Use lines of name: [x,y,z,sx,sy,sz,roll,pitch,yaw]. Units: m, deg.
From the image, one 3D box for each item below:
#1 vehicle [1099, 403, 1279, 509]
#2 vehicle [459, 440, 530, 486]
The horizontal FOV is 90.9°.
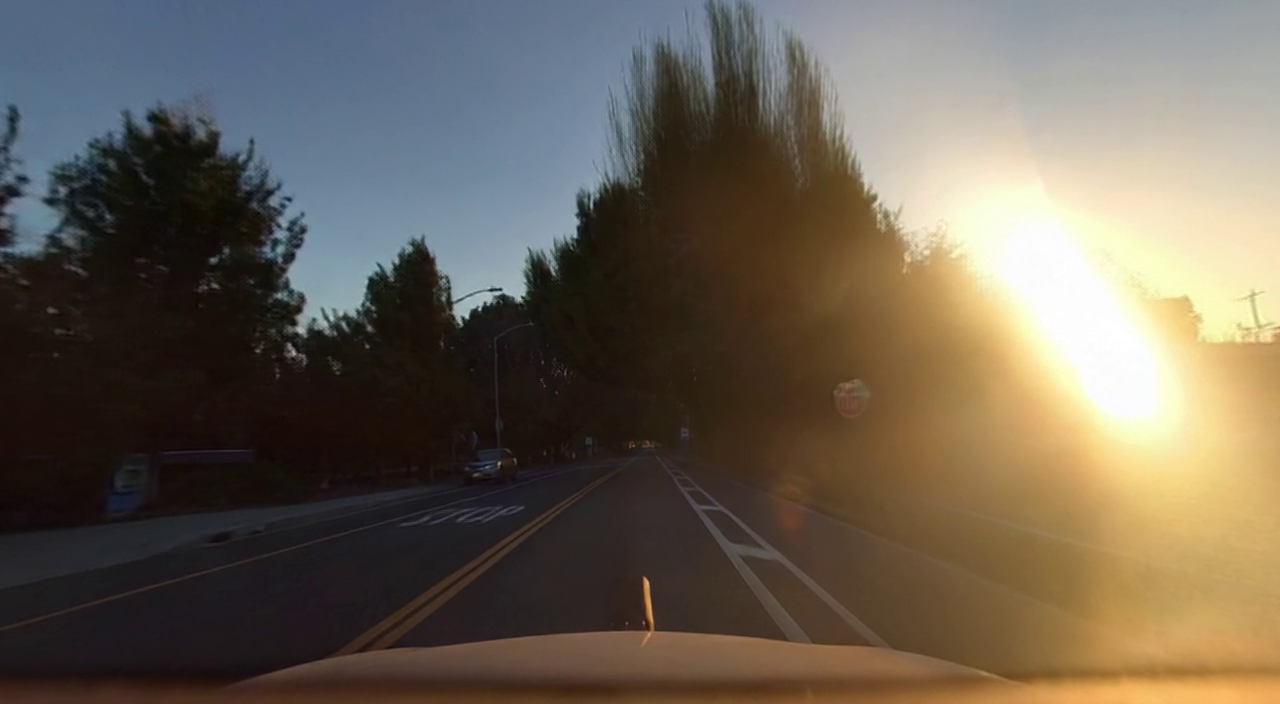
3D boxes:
vehicle: [11.454,1.949,12.095,1.951,1.744,4.014,1,-8,-7]
vehicle: [-6.258,4.866,27.652,1.992,1.797,4.372,-2,-10,1]
